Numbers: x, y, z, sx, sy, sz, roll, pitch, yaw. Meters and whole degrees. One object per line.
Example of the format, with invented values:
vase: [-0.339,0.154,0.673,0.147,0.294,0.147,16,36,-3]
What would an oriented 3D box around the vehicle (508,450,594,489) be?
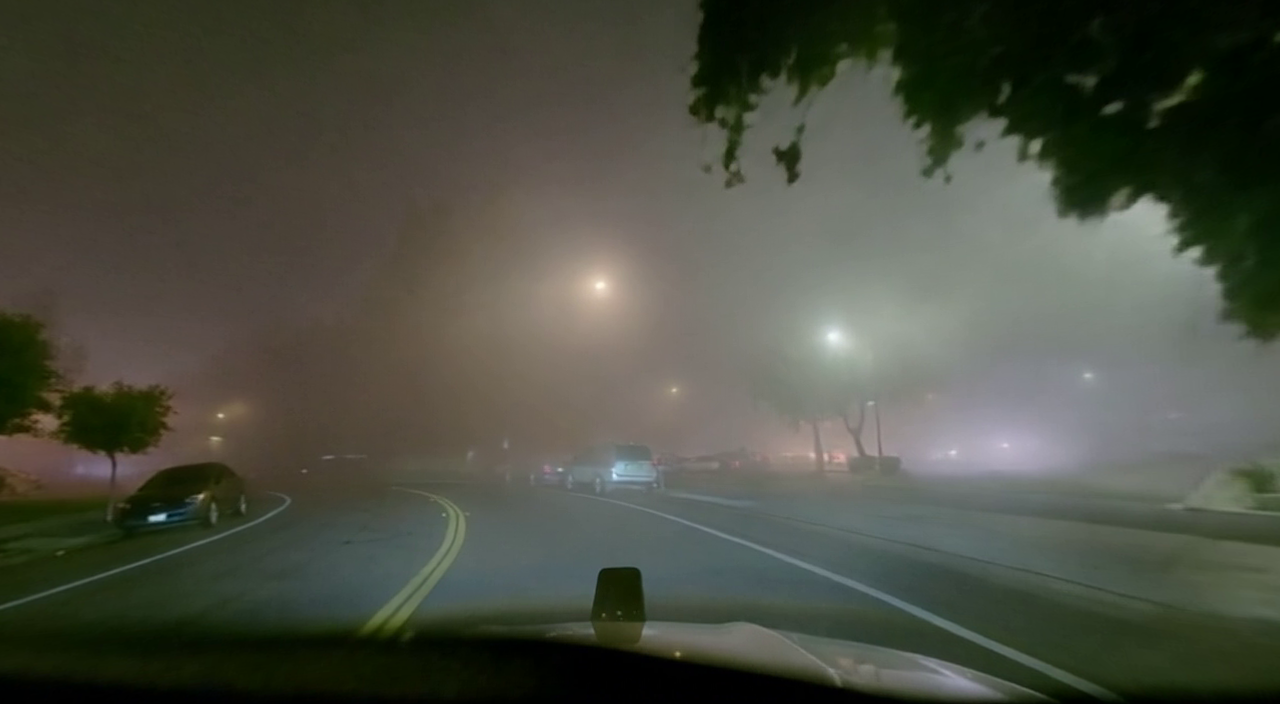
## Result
vehicle: [-4.008,5.101,27.830,2.066,1.509,4.579,5,-10,-31]

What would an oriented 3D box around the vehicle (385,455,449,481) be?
vehicle: [-14.004,7.228,39.593,1.884,1.508,4.713,8,-12,-44]

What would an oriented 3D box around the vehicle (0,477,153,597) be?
vehicle: [-8.344,2.049,6.041,2.876,1.170,6.732,-3,-8,-8]

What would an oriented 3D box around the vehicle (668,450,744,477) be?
vehicle: [3.766,6.264,35.773,2.218,1.373,4.156,-8,-11,41]

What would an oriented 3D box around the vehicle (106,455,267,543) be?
vehicle: [-10.622,3.366,15.240,2.142,1.483,4.629,-2,-7,-23]

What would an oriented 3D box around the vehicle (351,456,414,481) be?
vehicle: [-17.692,7.929,43.299,4.789,1.509,2.016,-8,-12,42]

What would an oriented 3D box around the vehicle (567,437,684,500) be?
vehicle: [-0.639,3.793,21.082,2.289,1.785,4.944,3,-9,-22]
